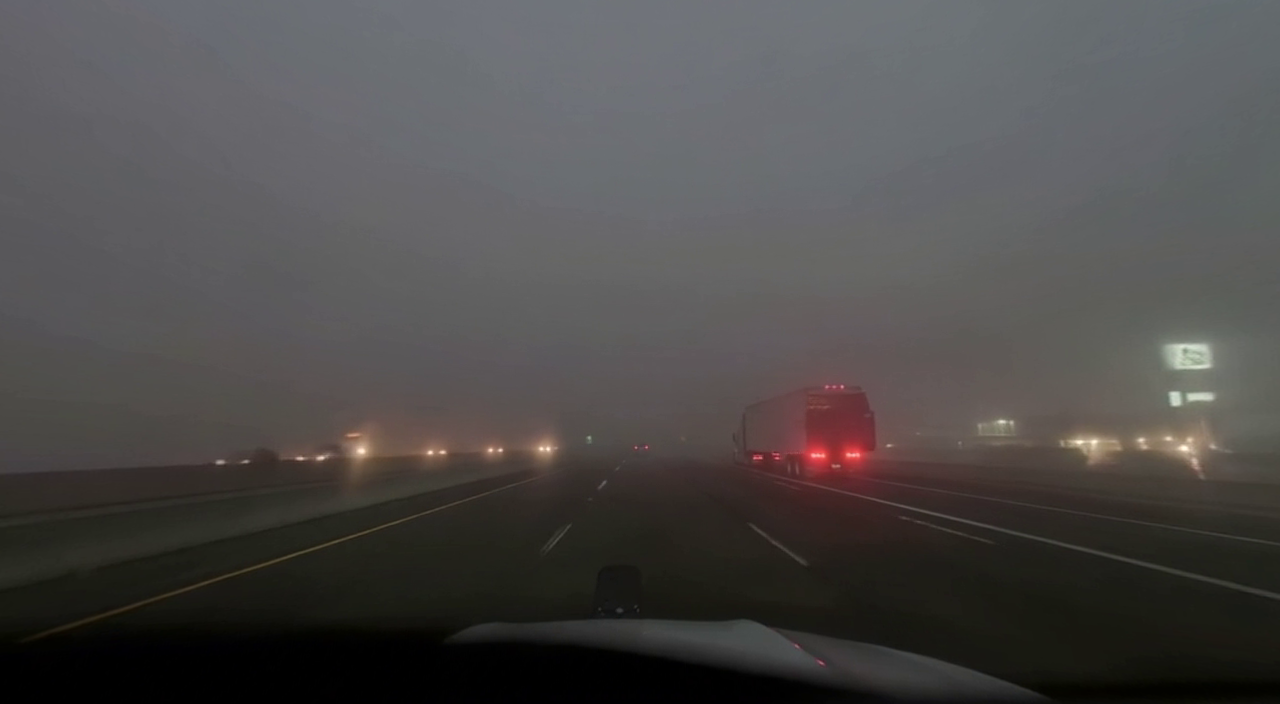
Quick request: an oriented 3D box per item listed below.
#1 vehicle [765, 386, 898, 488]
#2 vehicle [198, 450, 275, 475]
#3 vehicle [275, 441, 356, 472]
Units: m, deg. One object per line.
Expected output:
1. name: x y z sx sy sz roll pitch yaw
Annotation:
1. vehicle: 6.845 3.264 24.044 2.793 3.204 7.997 0 -8 2
2. vehicle: -25.597 7.012 40.275 1.857 1.478 4.545 0 -8 1
3. vehicle: -21.700 6.985 42.561 2.260 1.879 5.773 0 -8 1
